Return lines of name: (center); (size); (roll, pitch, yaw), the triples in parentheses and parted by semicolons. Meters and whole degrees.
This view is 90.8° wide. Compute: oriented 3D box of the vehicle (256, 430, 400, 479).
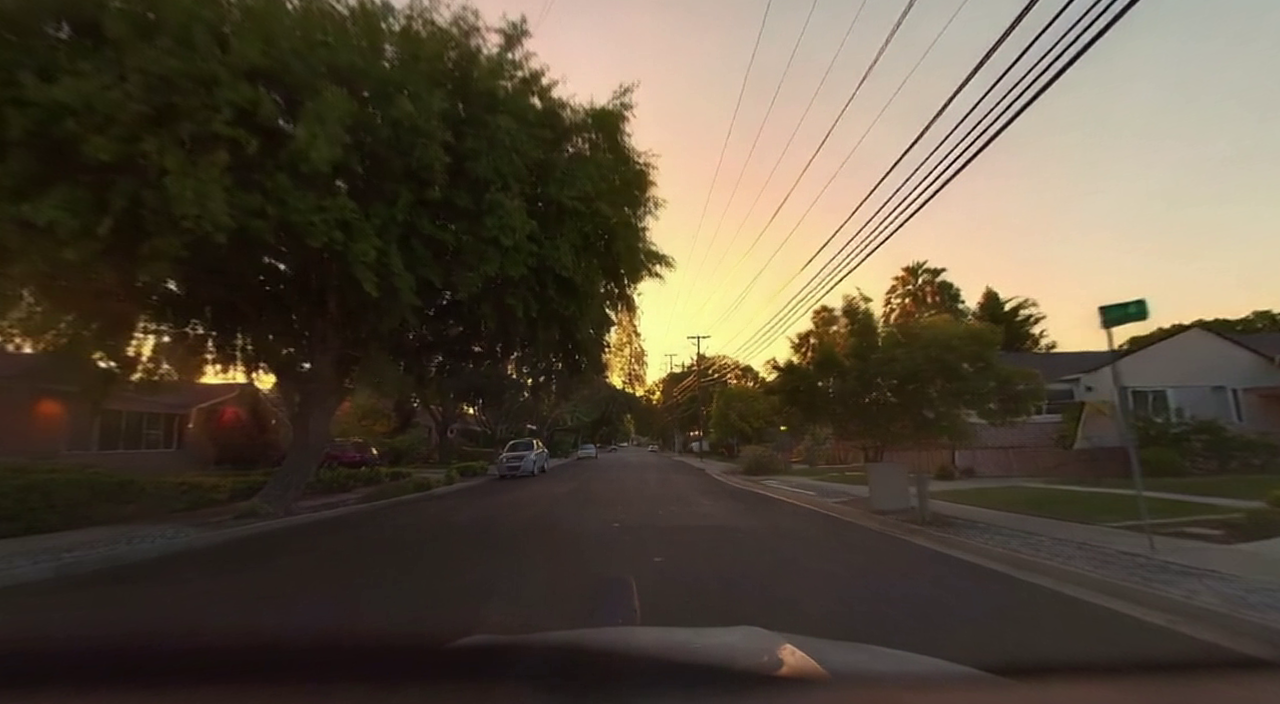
vehicle: (-13.293, 4.405, 27.203); (5.033, 1.997, 2.126); (0, -9, -1)

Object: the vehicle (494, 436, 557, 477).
vehicle: (-6.582, 6.154, 37.182); (2.739, 2.164, 6.065); (-1, -9, -2)
